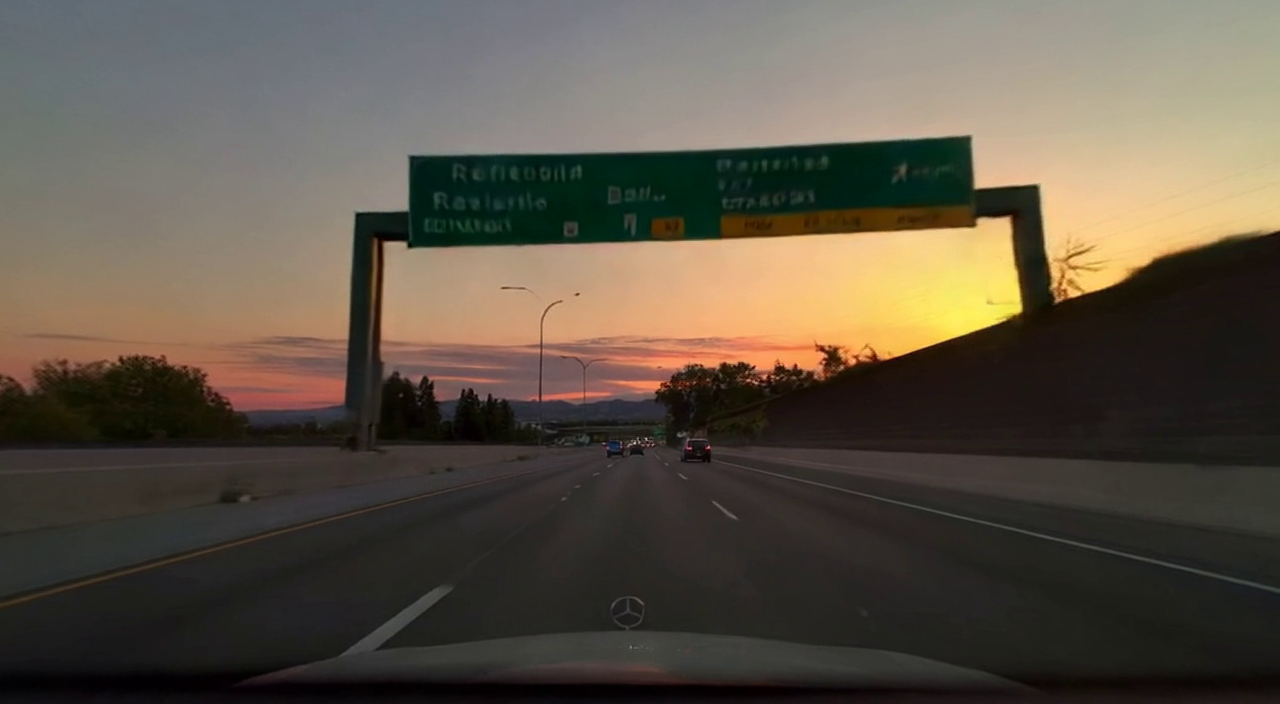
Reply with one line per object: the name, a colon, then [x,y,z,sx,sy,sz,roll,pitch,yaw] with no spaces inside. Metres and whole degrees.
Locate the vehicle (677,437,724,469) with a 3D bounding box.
vehicle: [3.300,5.595,34.982,2.202,1.682,4.188,0,-8,0]
